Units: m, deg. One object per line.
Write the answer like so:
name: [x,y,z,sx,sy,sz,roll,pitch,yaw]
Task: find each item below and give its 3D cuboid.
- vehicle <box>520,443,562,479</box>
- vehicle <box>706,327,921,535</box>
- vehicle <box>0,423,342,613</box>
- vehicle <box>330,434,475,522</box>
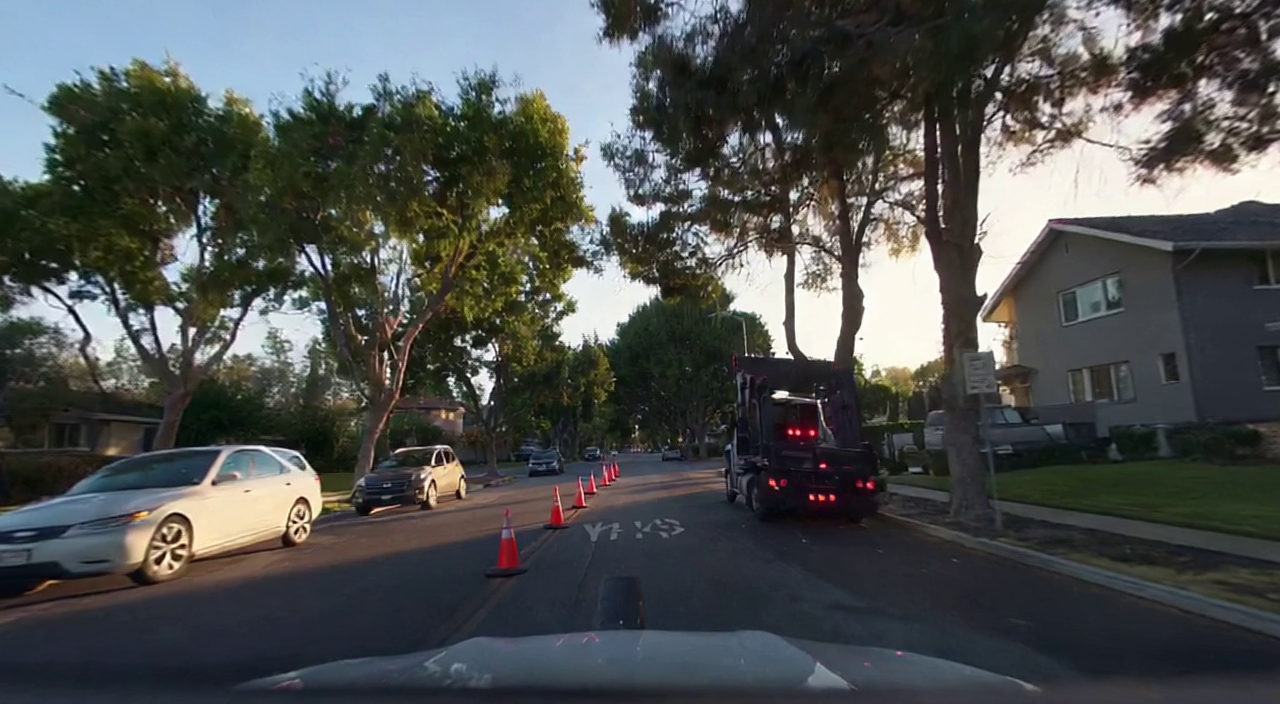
vehicle: [-5.722,6.323,37.026,2.087,1.835,4.445,-2,-7,-5]
vehicle: [3.189,1.760,13.798,2.750,3.440,6.535,0,-8,0]
vehicle: [-6.493,2.066,8.860,2.312,1.790,5.067,-4,-8,-2]
vehicle: [-6.209,3.293,17.195,2.210,1.849,4.638,-5,-8,-1]
